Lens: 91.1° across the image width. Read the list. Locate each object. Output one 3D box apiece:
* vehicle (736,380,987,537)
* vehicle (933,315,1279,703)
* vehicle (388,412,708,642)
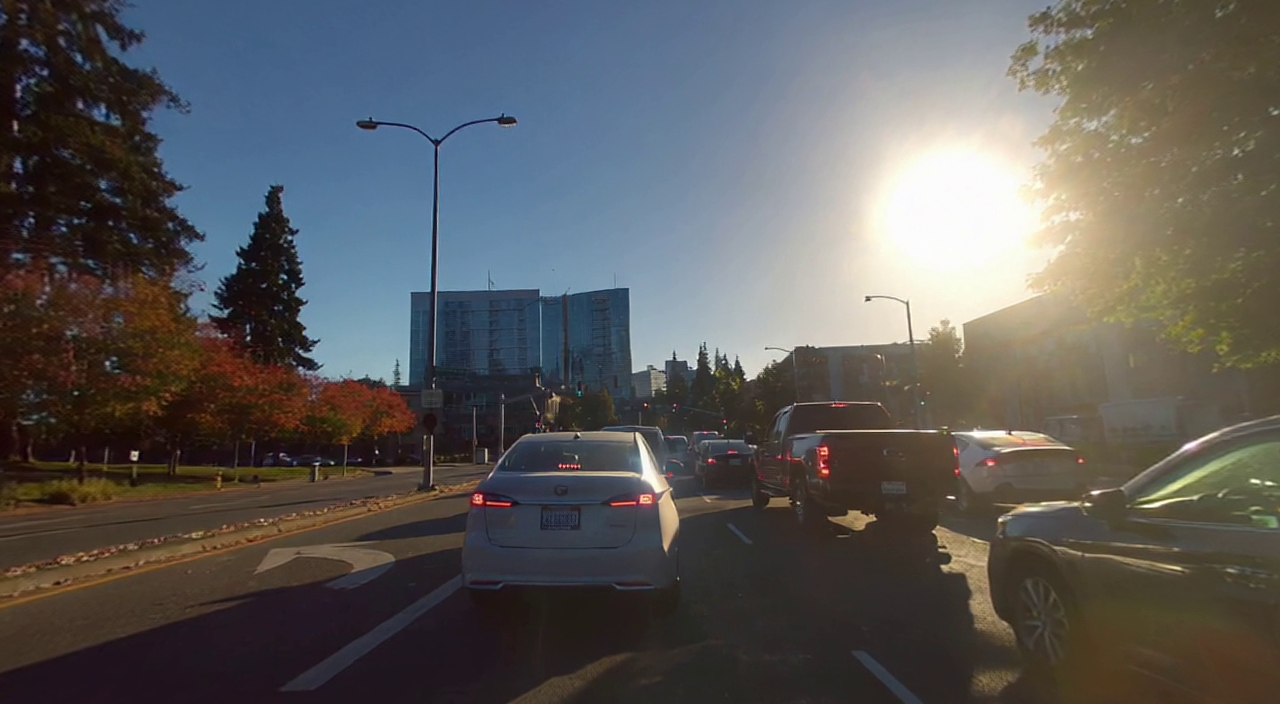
[{"bbox_3d":[3.538,1.917,11.764,2.497,2.186,5.890,0,-9,0],"label":"vehicle"},{"bbox_3d":[3.162,0.764,2.215,2.024,1.723,4.714,0,-9,1],"label":"vehicle"},{"bbox_3d":[-0.570,1.502,6.446,2.172,1.536,4.250,0,-9,2],"label":"vehicle"}]
